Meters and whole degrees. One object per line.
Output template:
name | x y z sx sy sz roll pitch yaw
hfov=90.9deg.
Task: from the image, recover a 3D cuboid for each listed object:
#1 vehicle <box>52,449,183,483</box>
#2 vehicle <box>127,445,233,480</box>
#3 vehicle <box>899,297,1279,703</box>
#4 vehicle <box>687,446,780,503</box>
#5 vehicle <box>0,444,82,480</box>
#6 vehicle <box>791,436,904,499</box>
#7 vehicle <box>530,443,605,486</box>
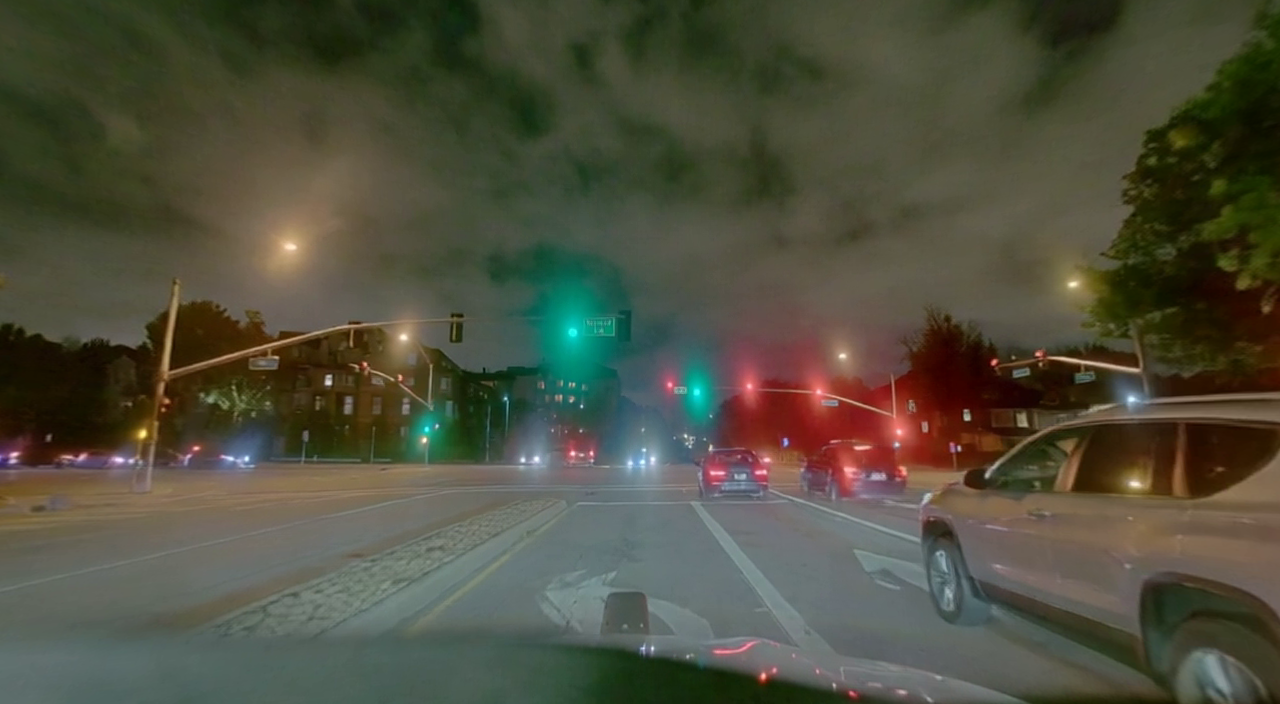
vehicle | -26.258 5.734 31.783 4.724 1.630 1.968 0 -8 -2
vehicle | -27.723 6.647 38.097 4.689 1.734 2.034 3 -8 -1
vehicle | 2.827 0.741 1.851 2.115 1.737 4.642 0 -8 0
vehicle | 2.664 3.604 19.074 2.009 1.480 4.423 0 -8 -2
vehicle | -36.815 6.563 37.648 4.771 1.778 2.032 3 -8 -2
vehicle | 6.673 3.744 20.936 2.105 1.830 4.610 0 -8 -1
vehicle | -3.293 4.947 28.118 2.099 1.705 4.020 4 -9 -25
